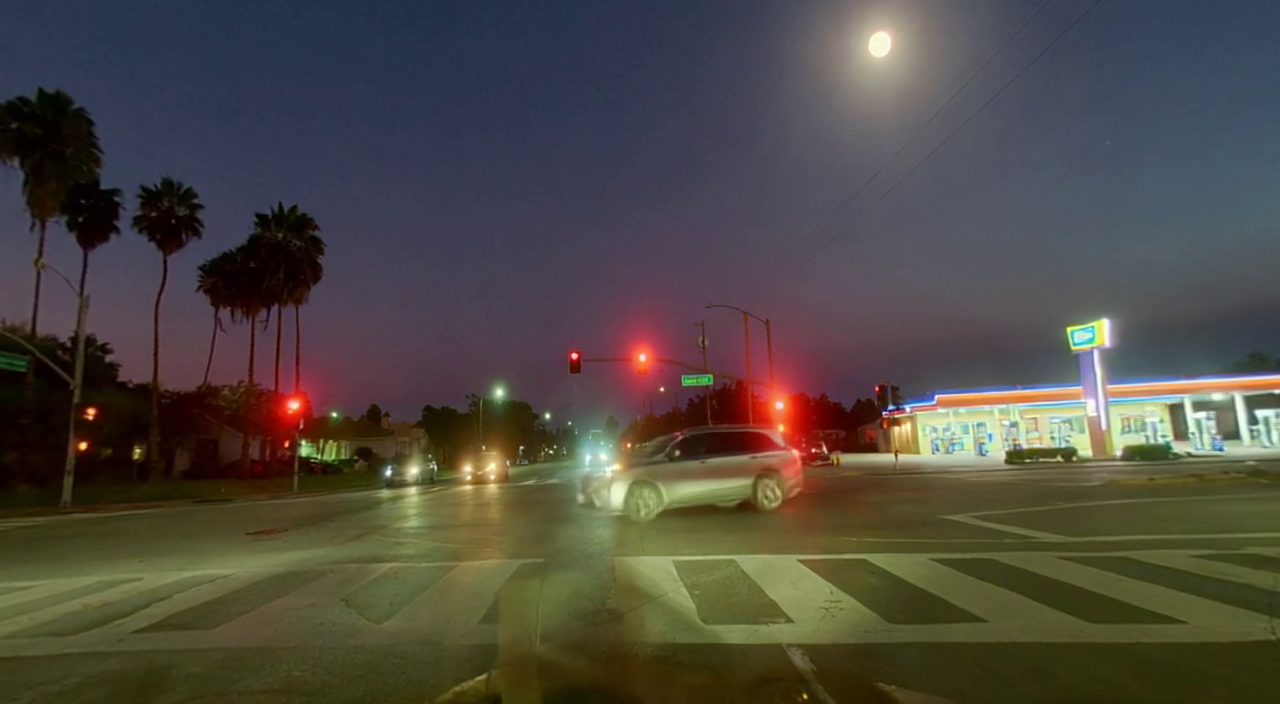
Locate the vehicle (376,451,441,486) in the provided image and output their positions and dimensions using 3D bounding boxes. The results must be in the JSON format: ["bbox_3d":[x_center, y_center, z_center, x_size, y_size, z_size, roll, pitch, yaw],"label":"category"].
[{"bbox_3d":[-13.054,6.552,35.956,2.009,1.777,4.559,0,-9,-1],"label":"vehicle"}]

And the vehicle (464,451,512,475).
[{"bbox_3d":[-9.891,7.253,41.394,2.085,1.451,4.311,0,-9,0],"label":"vehicle"}]

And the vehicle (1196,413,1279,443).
[{"bbox_3d":[38.299,4.793,39.973,4.488,1.447,1.765,-5,-8,-1],"label":"vehicle"}]

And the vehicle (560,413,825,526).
[{"bbox_3d":[1.159,2.237,12.561,5.086,1.817,1.952,5,-10,-34],"label":"vehicle"}]

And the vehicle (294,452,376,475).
[{"bbox_3d":[-20.948,7.679,43.518,4.672,1.469,1.816,-1,-9,-2],"label":"vehicle"}]
